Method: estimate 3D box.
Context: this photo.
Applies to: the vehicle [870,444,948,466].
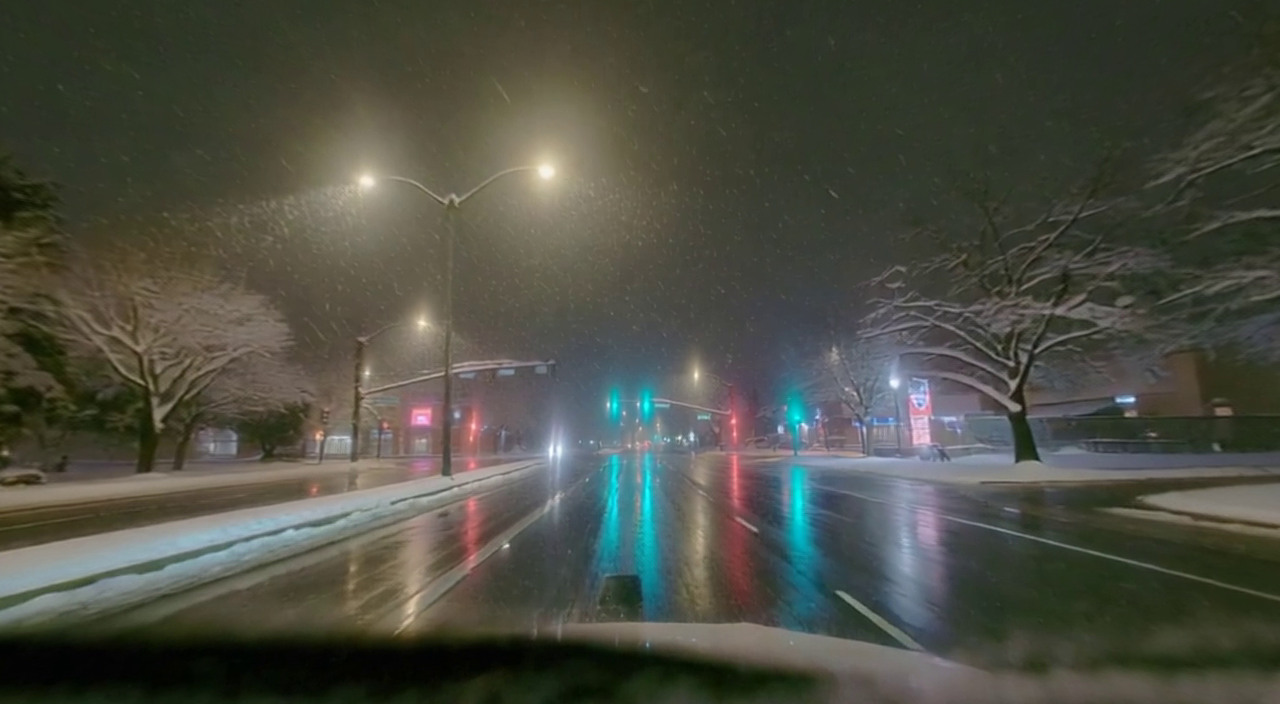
[{"bbox_3d":[18.859,7.214,44.393,4.545,1.511,1.935,0,-9,-4],"label":"vehicle"}]
